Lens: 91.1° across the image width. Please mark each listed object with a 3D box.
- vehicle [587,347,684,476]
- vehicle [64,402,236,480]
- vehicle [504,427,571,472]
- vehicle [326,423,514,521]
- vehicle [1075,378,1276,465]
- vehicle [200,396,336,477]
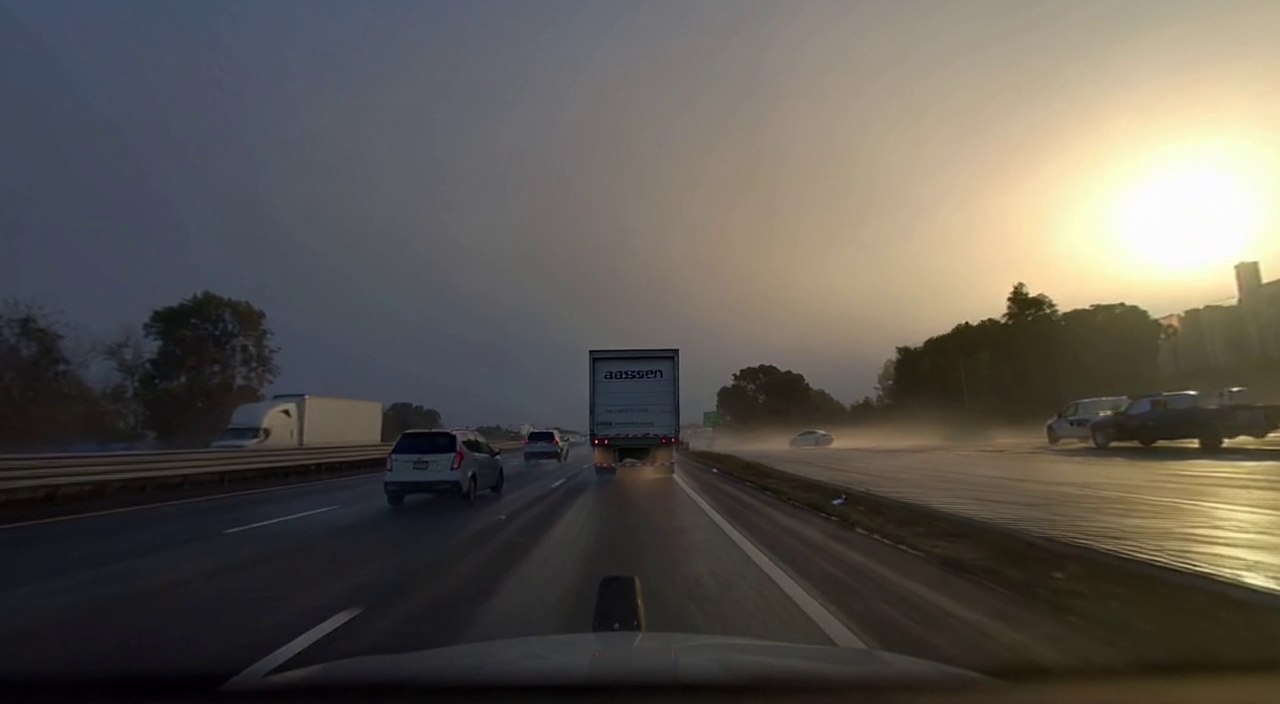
[{"bbox_3d":[-0.260,2.665,26.167,3.171,4.204,11.036,0,-8,-1],"label":"vehicle"},{"bbox_3d":[-22.728,4.167,29.768,2.378,3.231,6.822,0,-8,1],"label":"vehicle"},{"bbox_3d":[-3.931,3.804,24.742,1.946,1.599,4.073,0,-8,0],"label":"vehicle"},{"bbox_3d":[-3.856,2.154,11.963,1.964,1.507,4.361,0,-8,0],"label":"vehicle"},{"bbox_3d":[18.866,2.564,22.667,2.432,2.753,5.388,0,-8,1],"label":"vehicle"},{"bbox_3d":[-18.992,4.369,32.674,3.004,3.780,6.115,-1,-7,3],"label":"vehicle"}]
